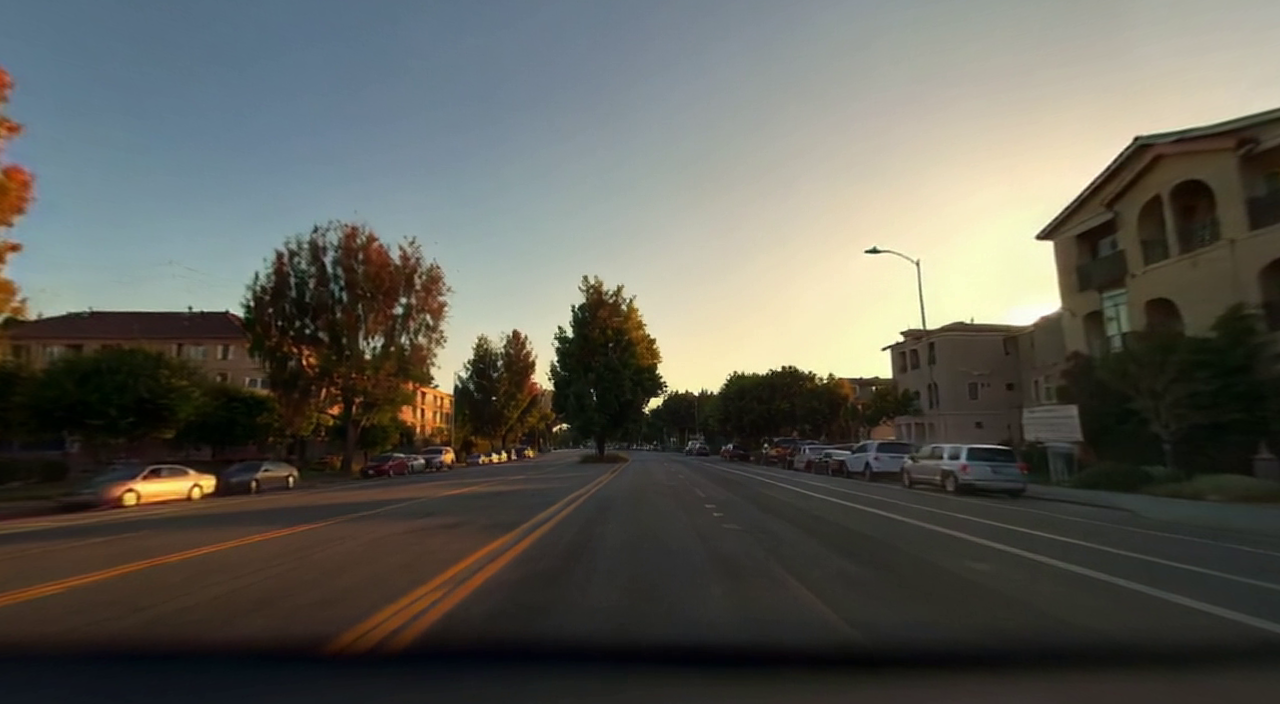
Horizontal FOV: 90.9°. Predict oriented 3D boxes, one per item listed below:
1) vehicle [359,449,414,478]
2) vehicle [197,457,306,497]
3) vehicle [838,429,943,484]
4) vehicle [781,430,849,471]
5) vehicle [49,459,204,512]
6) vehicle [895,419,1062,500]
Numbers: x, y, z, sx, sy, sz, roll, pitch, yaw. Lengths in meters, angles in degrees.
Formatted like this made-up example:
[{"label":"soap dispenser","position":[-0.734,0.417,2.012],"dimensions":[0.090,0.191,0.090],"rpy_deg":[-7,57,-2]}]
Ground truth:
[{"label":"vehicle","position":[-16.720,7.324,41.836],"dimensions":[1.913,1.744,4.478],"rpy_deg":[-1,-8,-2]},{"label":"vehicle","position":[-16.844,5.393,27.658],"dimensions":[1.868,1.470,4.652],"rpy_deg":[-1,-8,0]},{"label":"vehicle","position":[9.854,4.144,25.337],"dimensions":[2.088,1.973,5.003],"rpy_deg":[0,-8,-1]},{"label":"vehicle","position":[9.936,5.672,36.321],"dimensions":[2.115,2.151,5.826],"rpy_deg":[0,-9,-1]},{"label":"vehicle","position":[-17.324,4.491,21.591],"dimensions":[1.879,1.494,4.227],"rpy_deg":[0,-8,-3]},{"label":"vehicle","position":[9.749,3.145,18.863],"dimensions":[2.169,2.043,5.484],"rpy_deg":[-1,-8,3]}]
